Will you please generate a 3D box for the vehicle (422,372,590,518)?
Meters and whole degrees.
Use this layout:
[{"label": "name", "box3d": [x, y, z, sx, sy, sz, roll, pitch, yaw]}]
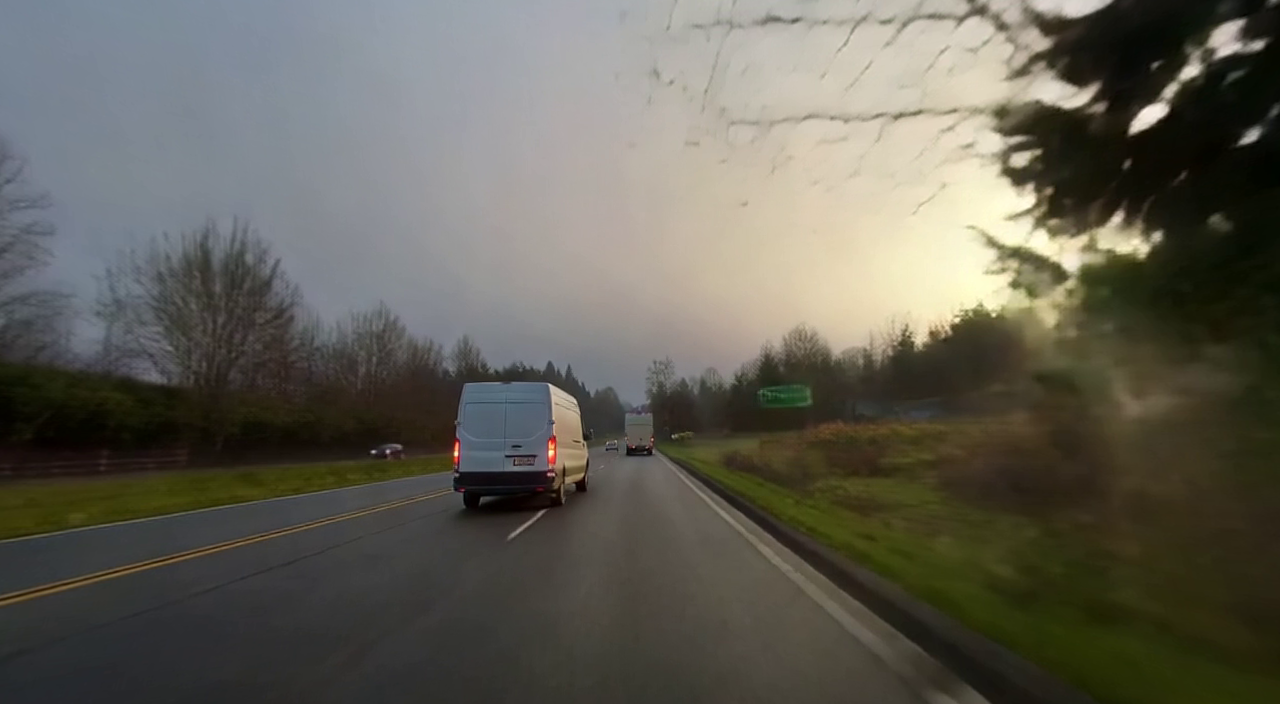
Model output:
[{"label": "vehicle", "box3d": [-2.659, 2.122, 14.482, 2.497, 2.628, 6.016, 0, -8, 0]}]
